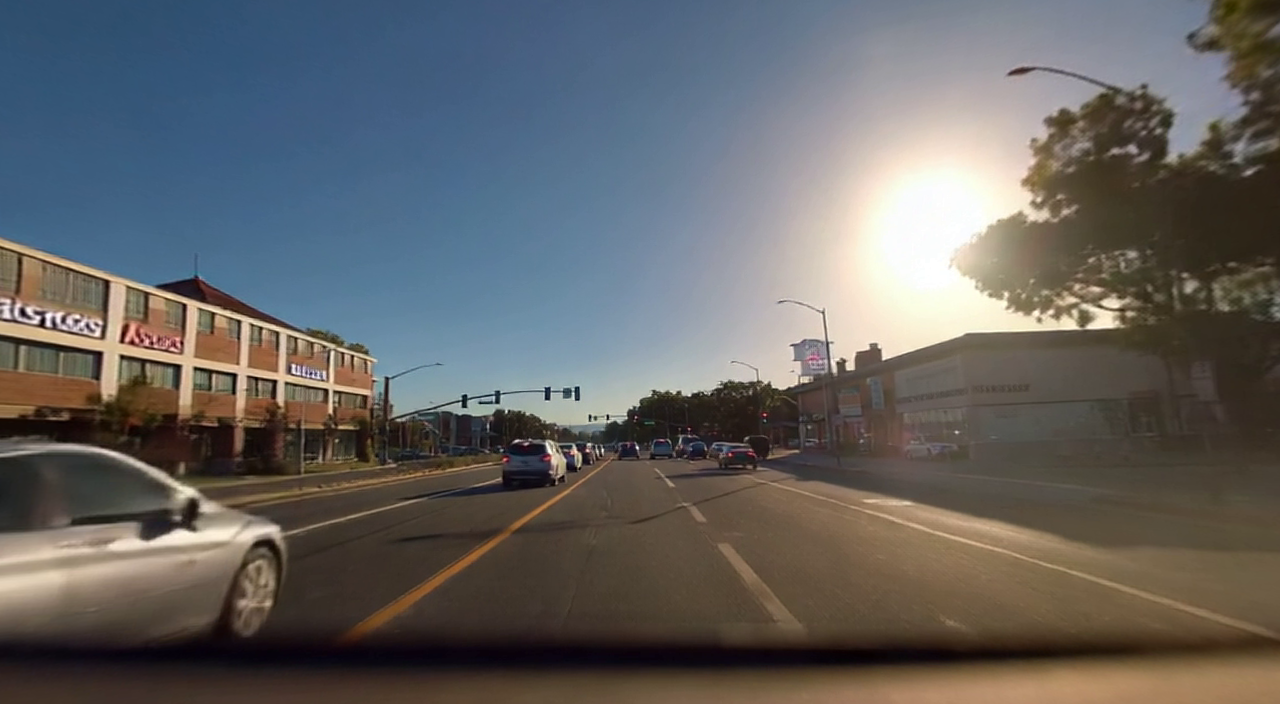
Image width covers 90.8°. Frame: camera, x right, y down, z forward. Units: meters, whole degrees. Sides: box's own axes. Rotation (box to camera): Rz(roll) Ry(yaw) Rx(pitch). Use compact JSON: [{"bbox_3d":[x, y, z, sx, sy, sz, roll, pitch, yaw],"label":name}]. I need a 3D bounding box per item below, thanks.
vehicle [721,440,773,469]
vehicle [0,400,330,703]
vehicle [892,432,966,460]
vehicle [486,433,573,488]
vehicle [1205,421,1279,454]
[{"bbox_3d":[5.755,5.558,34.504,2.017,1.453,4.497,-1,-8,-1],"label":"vehicle"},{"bbox_3d":[-3.653,1.020,2.933,2.097,1.497,4.571,-1,-8,0],"label":"vehicle"},{"bbox_3d":[16.231,5.333,35.789,1.819,1.457,4.680,0,-8,-2],"label":"vehicle"},{"bbox_3d":[-3.630,3.667,21.617,2.143,1.643,4.336,-1,-8,1],"label":"vehicle"},{"bbox_3d":[30.707,4.141,30.803,4.181,1.491,1.706,-6,-10,23],"label":"vehicle"}]
